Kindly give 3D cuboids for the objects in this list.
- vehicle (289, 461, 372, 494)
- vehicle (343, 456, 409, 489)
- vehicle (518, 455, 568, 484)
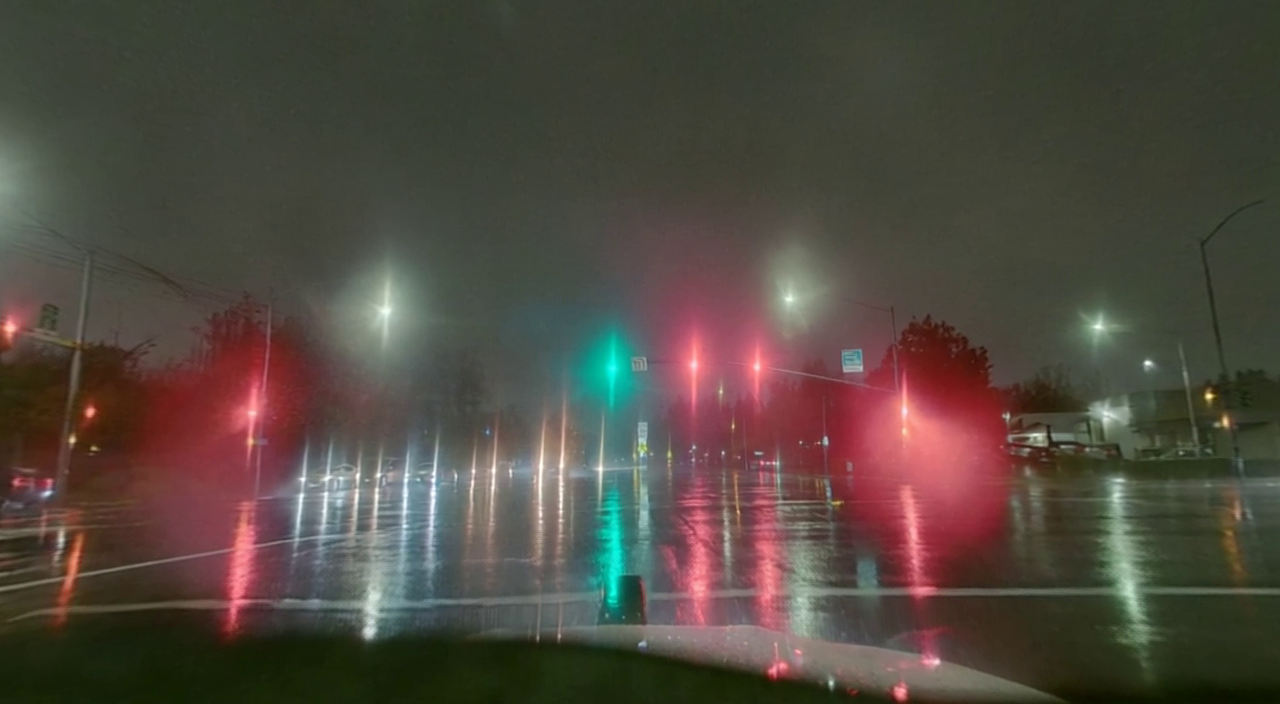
[{"bbox_3d":[-16.106,6.551,32.988,2.055,1.506,4.663,0,-9,-1],"label":"vehicle"},{"bbox_3d":[-16.231,7.377,38.863,1.960,1.819,5.018,0,-9,-1],"label":"vehicle"},{"bbox_3d":[-5.479,6.706,36.021,2.154,1.501,4.416,0,-9,0],"label":"vehicle"}]
